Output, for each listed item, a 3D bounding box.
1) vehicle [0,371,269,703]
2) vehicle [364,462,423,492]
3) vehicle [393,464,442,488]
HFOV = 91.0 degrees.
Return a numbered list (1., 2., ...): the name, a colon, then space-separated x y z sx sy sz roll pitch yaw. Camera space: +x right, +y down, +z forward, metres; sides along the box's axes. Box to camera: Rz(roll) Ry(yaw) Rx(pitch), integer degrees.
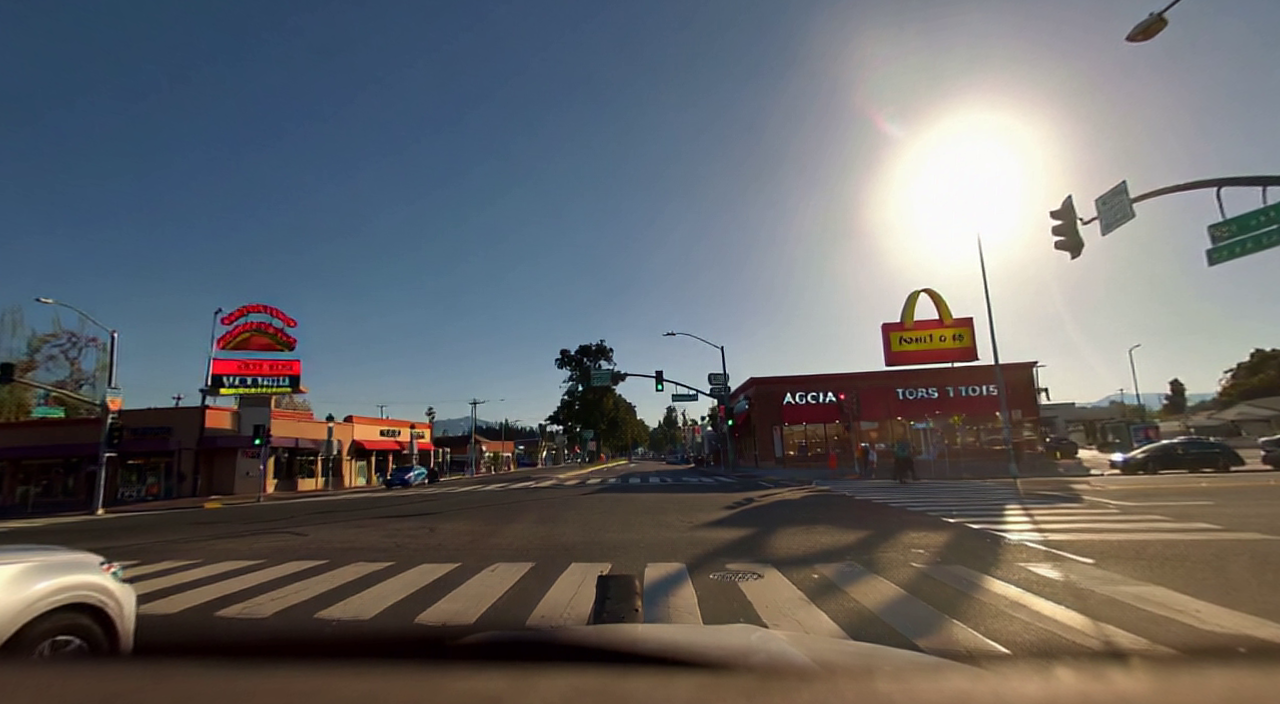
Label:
1. vehicle: -3.415 0.789 1.556 2.081 1.644 4.523 0 -9 2
2. vehicle: -19.223 9.722 49.460 2.227 2.033 5.614 0 -8 2
3. vehicle: -15.755 8.798 44.857 1.931 1.471 4.152 0 -9 0
